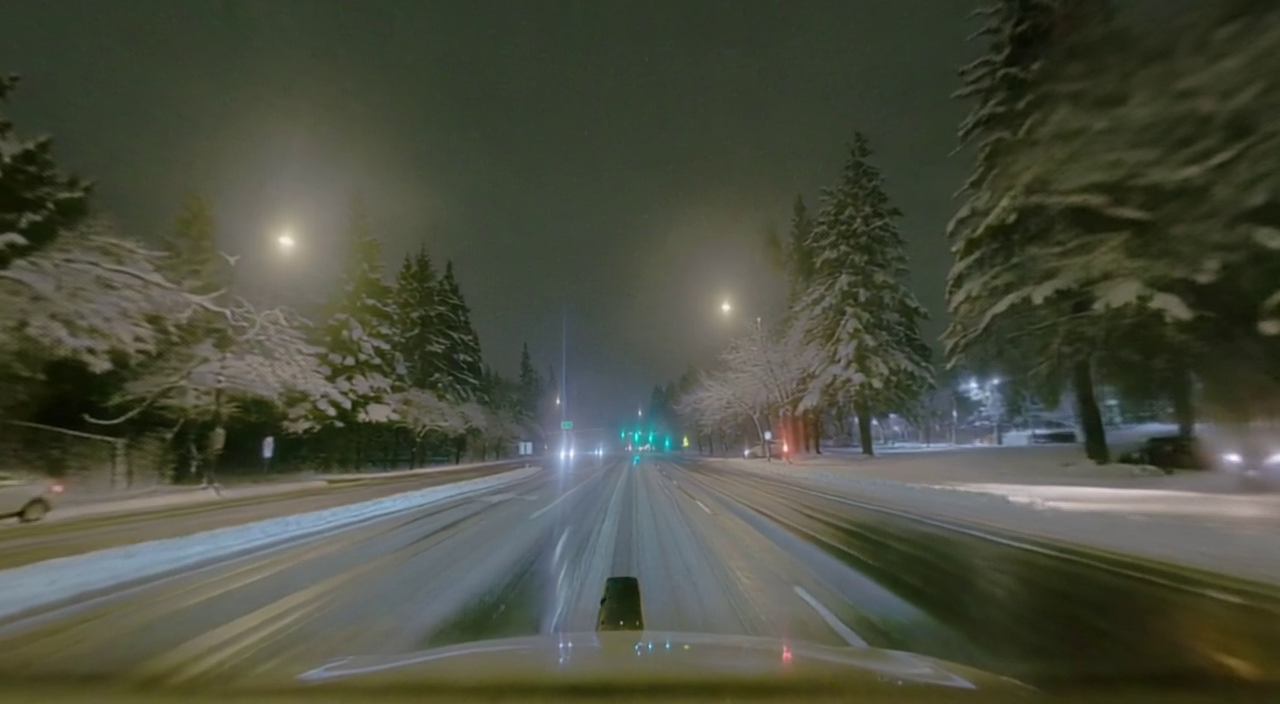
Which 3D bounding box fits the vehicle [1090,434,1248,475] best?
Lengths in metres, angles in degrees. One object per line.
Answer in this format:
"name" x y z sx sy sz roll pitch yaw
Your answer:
"vehicle" 20.392 3.970 24.495 4.402 1.476 1.860 0 -9 -1
